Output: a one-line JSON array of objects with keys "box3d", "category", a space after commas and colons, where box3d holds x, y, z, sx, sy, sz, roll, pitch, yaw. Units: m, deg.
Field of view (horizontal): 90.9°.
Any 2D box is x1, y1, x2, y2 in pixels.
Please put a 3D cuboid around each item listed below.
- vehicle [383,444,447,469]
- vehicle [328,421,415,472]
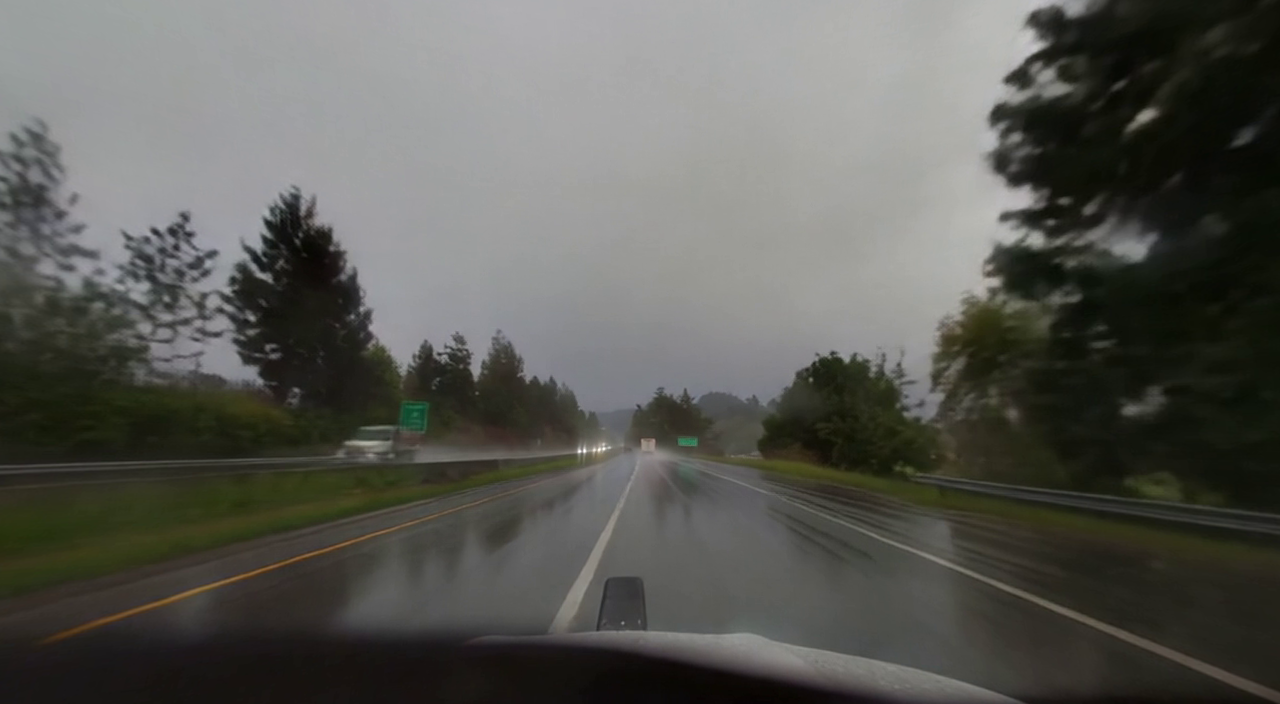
[{"box3d": [-15.000, 6.974, 42.372, 2.412, 1.559, 4.857, 0, -9, 1], "category": "vehicle"}, {"box3d": [-15.068, 5.376, 35.813, 2.205, 2.628, 5.912, 0, -9, 1], "category": "vehicle"}]
